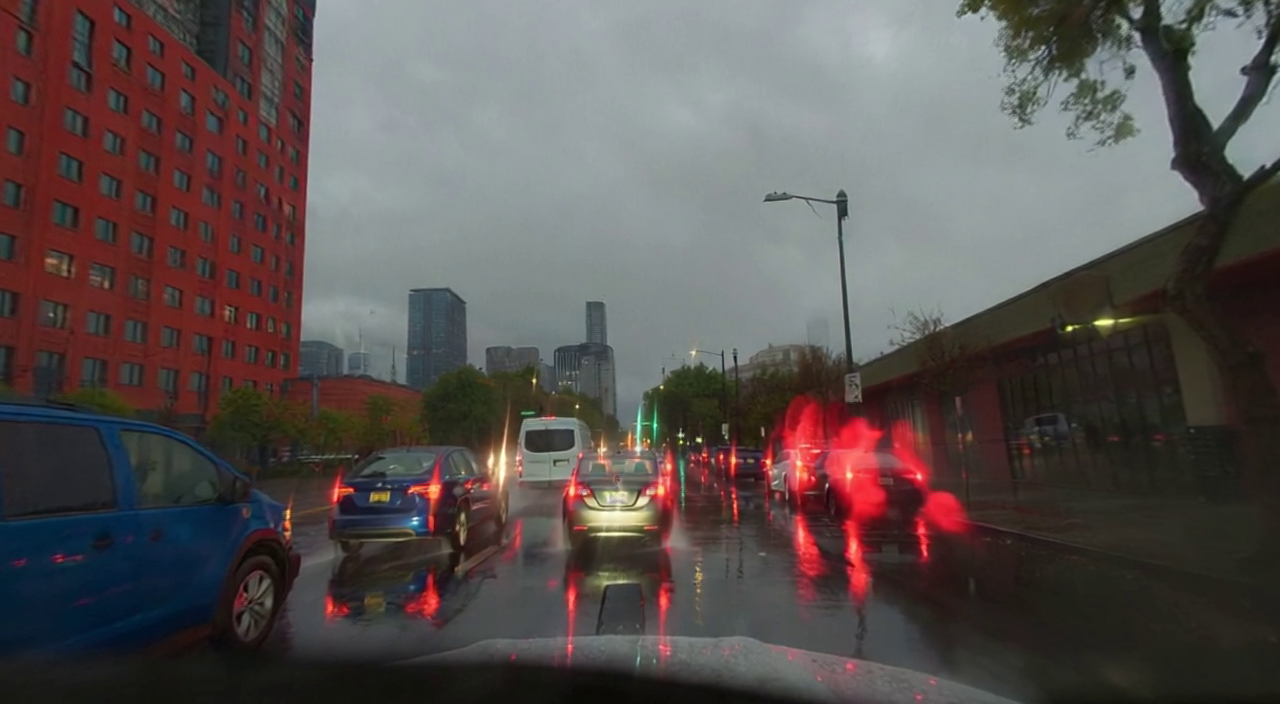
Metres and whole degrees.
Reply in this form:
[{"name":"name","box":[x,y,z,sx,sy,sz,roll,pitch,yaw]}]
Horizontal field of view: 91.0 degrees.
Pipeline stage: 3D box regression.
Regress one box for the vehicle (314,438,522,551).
[{"name":"vehicle","box":[-3.532,2.332,11.087,1.995,1.554,4.426,0,-9,1]}]

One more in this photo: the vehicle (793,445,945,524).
[{"name":"vehicle","box":[4.906,2.858,14.196,1.832,1.491,4.054,1,-9,-1]}]

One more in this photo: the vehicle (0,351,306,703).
[{"name":"vehicle","box":[-3.718,0.866,2.496,2.140,1.768,4.685,0,-9,1]}]

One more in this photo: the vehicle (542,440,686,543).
[{"name":"vehicle","box":[-0.384,2.417,11.573,2.152,1.518,4.113,0,-9,0]}]
